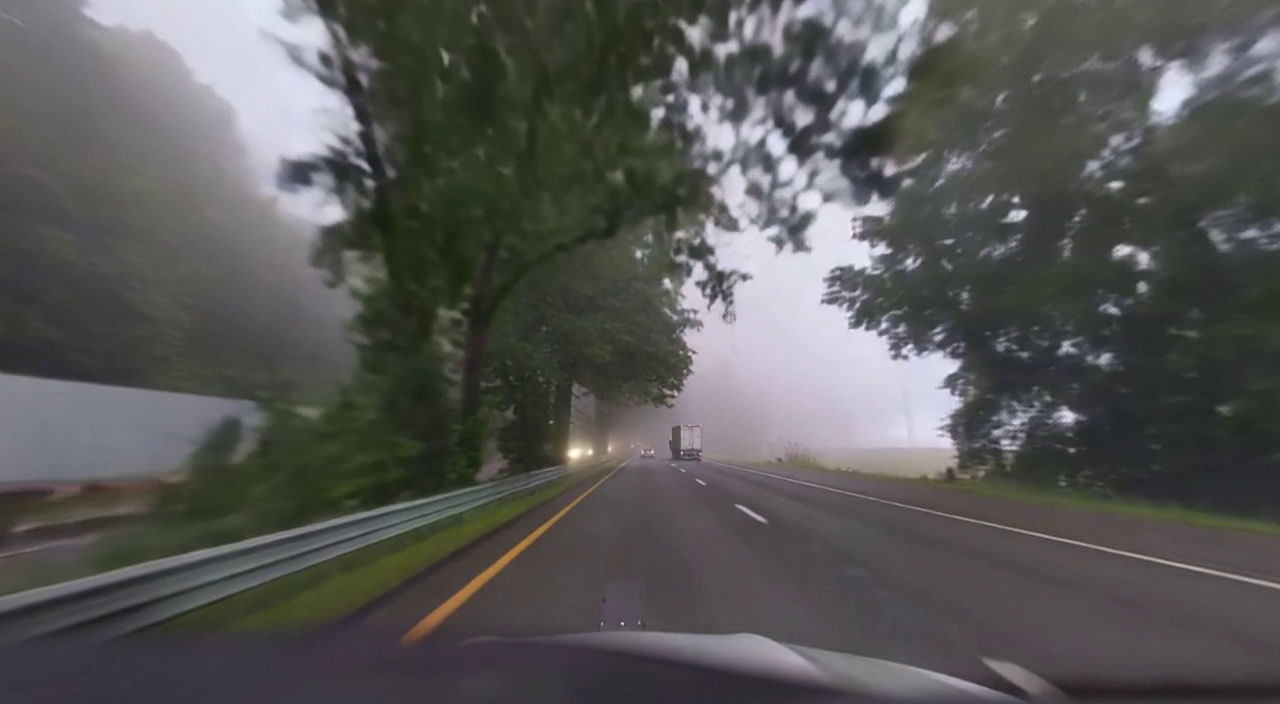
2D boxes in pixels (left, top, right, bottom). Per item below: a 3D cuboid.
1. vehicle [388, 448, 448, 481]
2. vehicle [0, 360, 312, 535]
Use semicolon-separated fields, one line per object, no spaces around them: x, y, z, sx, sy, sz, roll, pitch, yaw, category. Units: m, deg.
-14.666;7.448;42.019;2.094;1.999;4.762;-1;-9;2;vehicle
-16.265;3.180;20.613;2.905;4.067;14.085;-1;-9;3;vehicle
